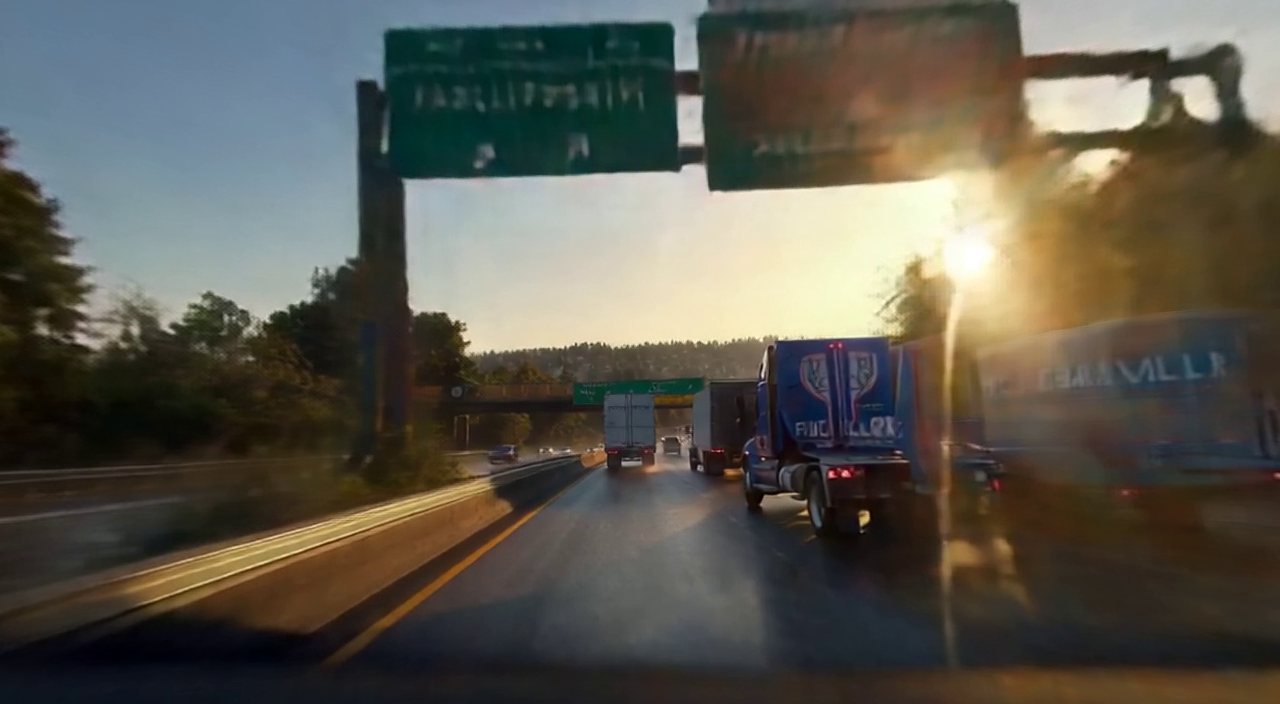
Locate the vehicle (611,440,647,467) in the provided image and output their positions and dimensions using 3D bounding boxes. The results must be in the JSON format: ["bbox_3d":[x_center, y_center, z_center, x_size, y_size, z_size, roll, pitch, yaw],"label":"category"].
[{"bbox_3d":[-0.652,5.853,36.462,1.943,1.491,3.459,0,-8,-1],"label":"vehicle"}]

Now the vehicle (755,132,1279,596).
[{"bbox_3d":[4.250,0.627,10.025,2.853,4.086,9.078,0,-8,-1],"label":"vehicle"}]
